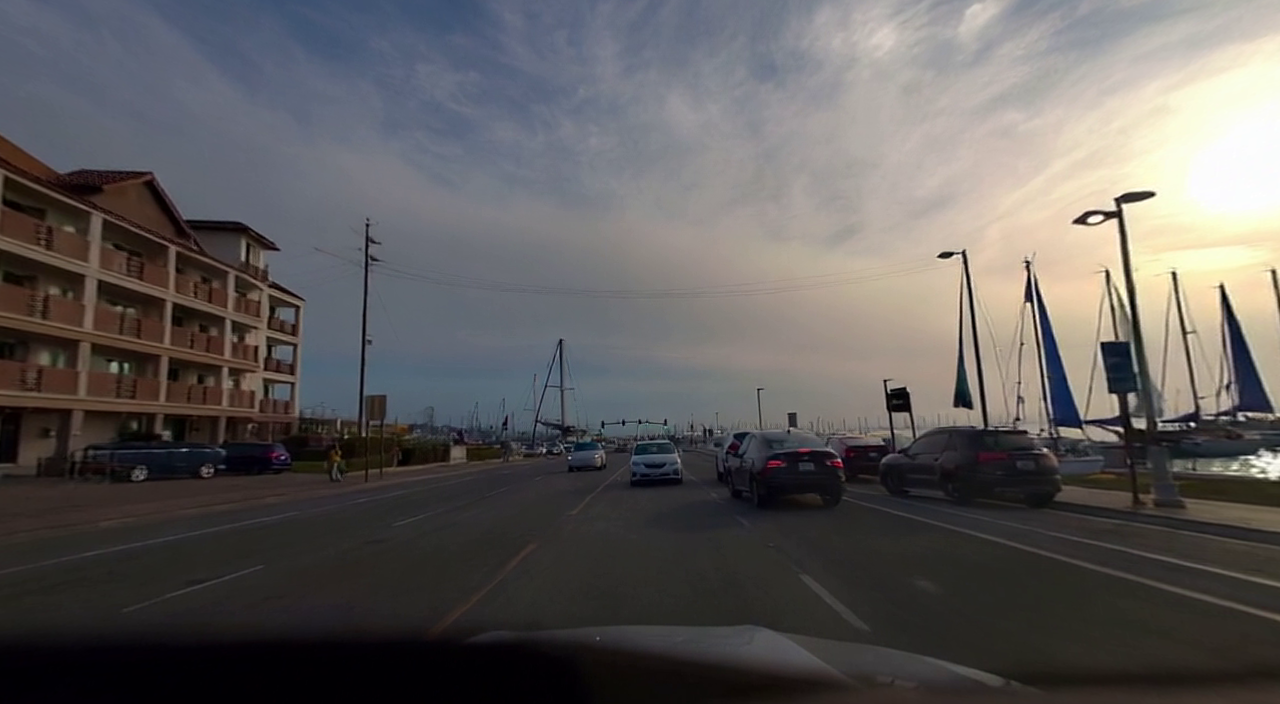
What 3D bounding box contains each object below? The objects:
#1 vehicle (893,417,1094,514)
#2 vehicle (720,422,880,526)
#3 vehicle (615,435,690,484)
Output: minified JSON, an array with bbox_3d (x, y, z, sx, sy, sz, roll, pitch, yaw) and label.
[{"bbox_3d":[7.798,2.550,14.574,1.969,1.852,4.514,0,-9,-1],"label":"vehicle"},{"bbox_3d":[2.826,2.258,12.168,2.047,1.640,4.051,-1,-9,1],"label":"vehicle"},{"bbox_3d":[0.441,3.628,21.489,2.284,1.496,3.949,-1,-9,2],"label":"vehicle"}]
